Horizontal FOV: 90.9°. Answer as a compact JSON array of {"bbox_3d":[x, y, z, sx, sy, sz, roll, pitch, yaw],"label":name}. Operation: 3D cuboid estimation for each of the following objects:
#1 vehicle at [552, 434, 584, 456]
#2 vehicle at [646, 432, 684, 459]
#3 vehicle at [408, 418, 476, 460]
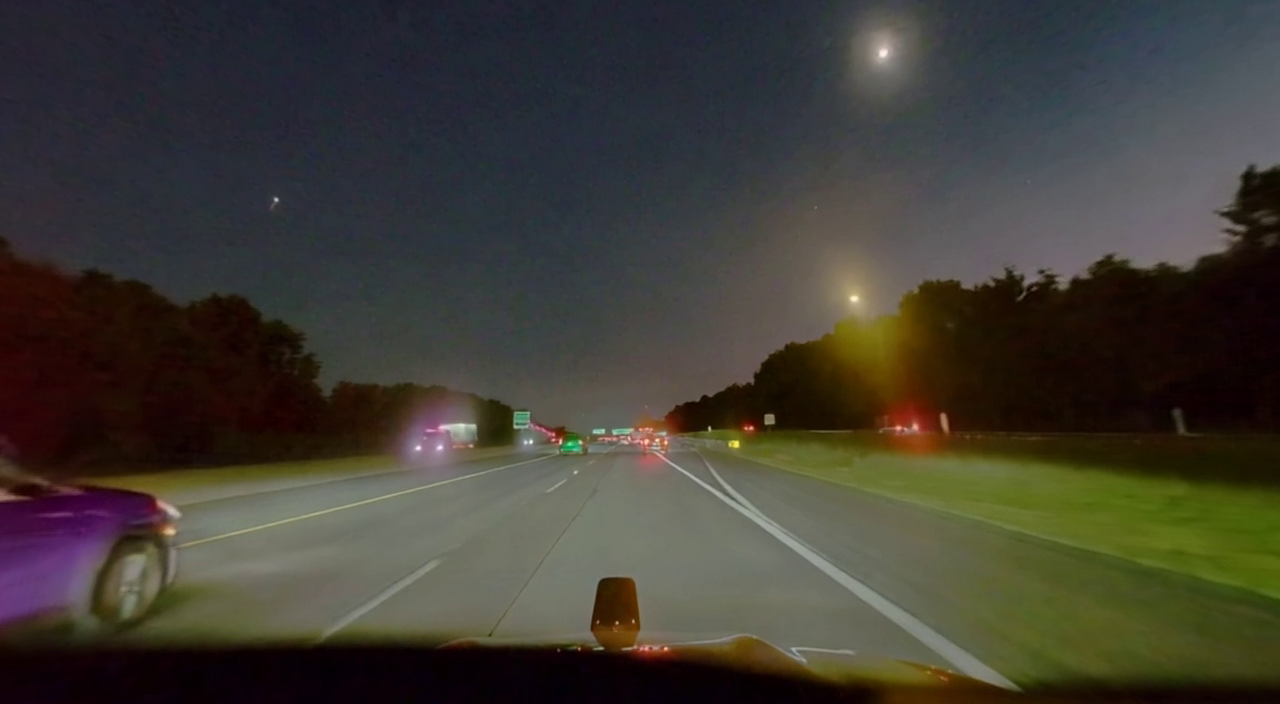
[{"bbox_3d":[-5.215,6.816,46.233,1.959,1.514,3.668,0,-8,-1],"label":"vehicle"},{"bbox_3d":[1.460,5.613,37.988,2.139,1.561,4.060,0,-8,1],"label":"vehicle"},{"bbox_3d":[-14.194,6.319,45.835,2.681,2.726,7.445,0,-8,-2],"label":"vehicle"}]
